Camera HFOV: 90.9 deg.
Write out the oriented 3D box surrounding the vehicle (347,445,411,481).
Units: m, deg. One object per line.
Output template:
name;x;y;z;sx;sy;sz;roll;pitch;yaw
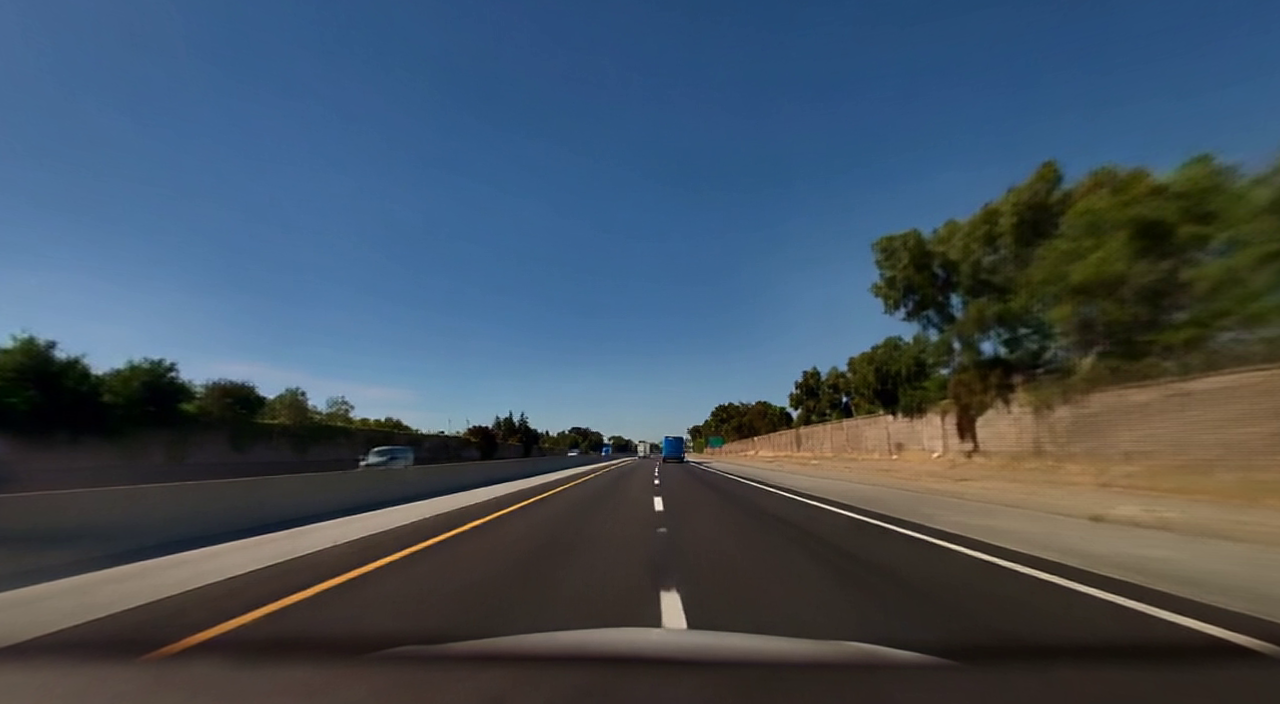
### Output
vehicle;-20.329;8.657;49.400;2.287;2.643;5.970;-1;-9;1
